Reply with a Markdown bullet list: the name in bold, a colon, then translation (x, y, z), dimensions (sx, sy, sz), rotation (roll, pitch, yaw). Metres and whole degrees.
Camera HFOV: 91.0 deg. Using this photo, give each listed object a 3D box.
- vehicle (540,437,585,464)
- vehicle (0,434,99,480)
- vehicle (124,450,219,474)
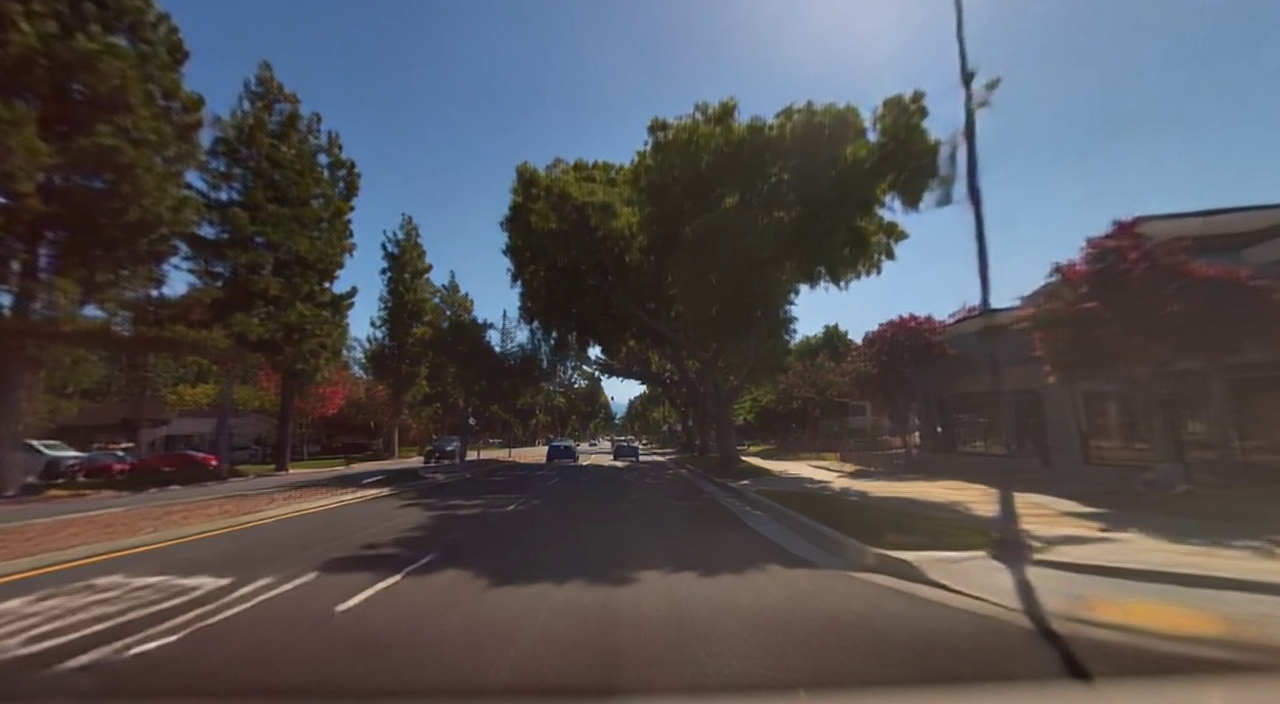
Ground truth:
- **vehicle**: translation (-4.448, 5.750, 36.765), dimensions (2.083, 1.460, 4.527), rotation (0, -8, -1)
- **vehicle**: translation (-30.728, 5.259, 31.621), dimensions (4.865, 2.217, 2.192), rotation (0, -8, -3)
- **vehicle**: translation (-29.950, 7.009, 40.310), dimensions (4.605, 1.453, 1.809), rotation (0, -8, 0)
